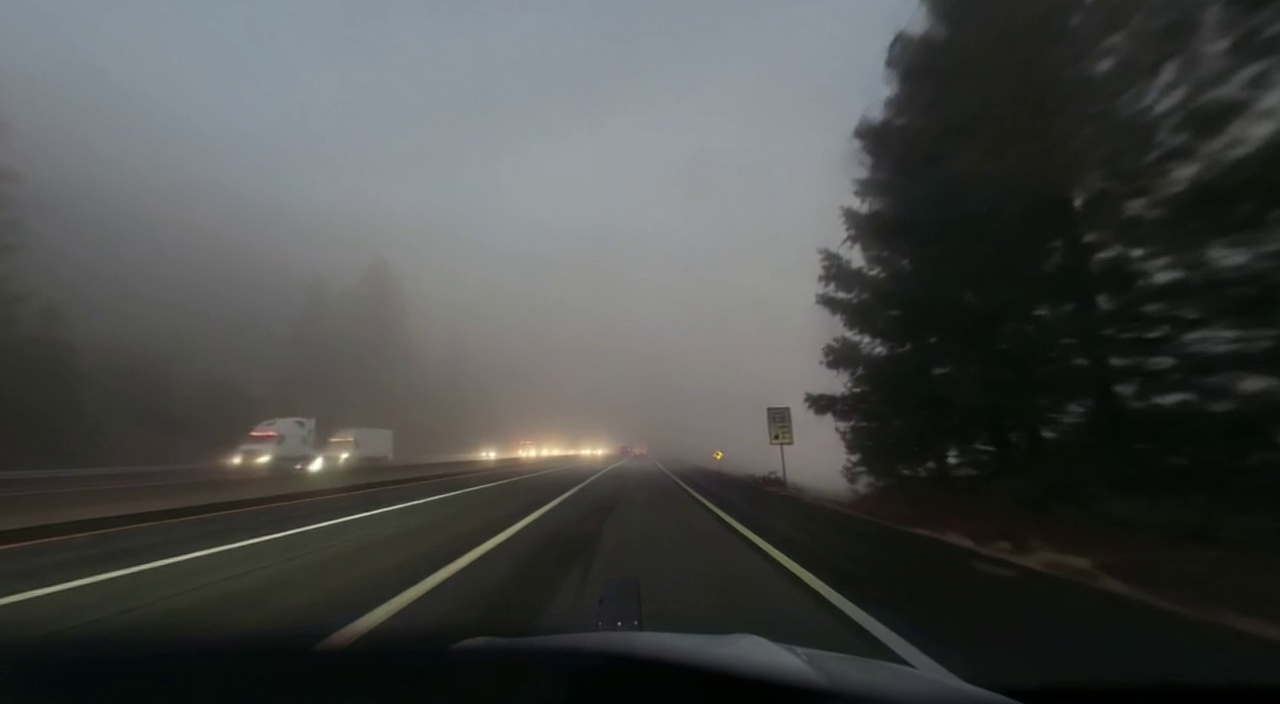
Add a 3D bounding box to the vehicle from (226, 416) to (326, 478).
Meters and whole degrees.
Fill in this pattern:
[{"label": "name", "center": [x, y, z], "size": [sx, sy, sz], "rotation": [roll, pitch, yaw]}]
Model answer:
[{"label": "vehicle", "center": [-23.649, 6.226, 41.140], "size": [2.974, 3.729, 5.780], "rotation": [-1, -9, -1]}]
